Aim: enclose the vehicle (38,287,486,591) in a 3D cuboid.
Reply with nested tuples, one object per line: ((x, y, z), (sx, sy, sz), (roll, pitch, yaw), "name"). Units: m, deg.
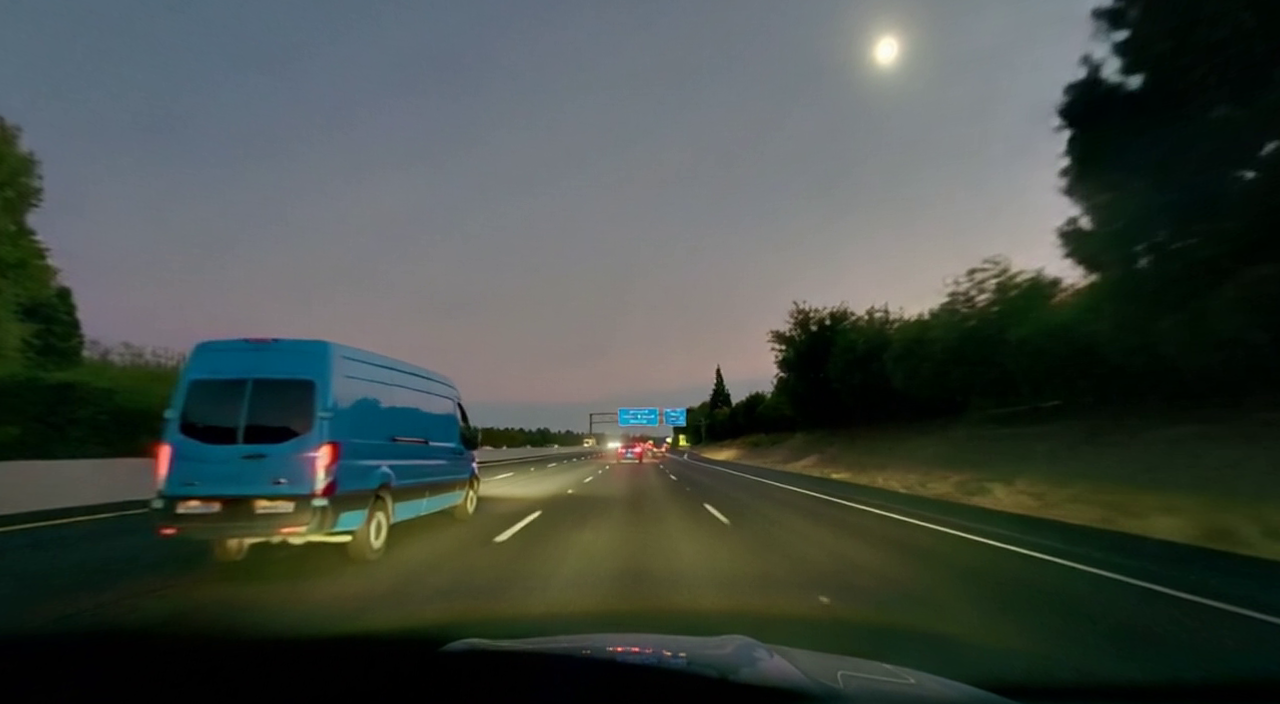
((-4.094, 1.190, 8.692), (2.382, 2.736, 5.982), (0, -9, 0), "vehicle")

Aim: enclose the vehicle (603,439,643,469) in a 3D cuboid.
((-0.940, 6.078, 37.618), (2.183, 1.662, 3.968), (0, -9, 1), "vehicle")
